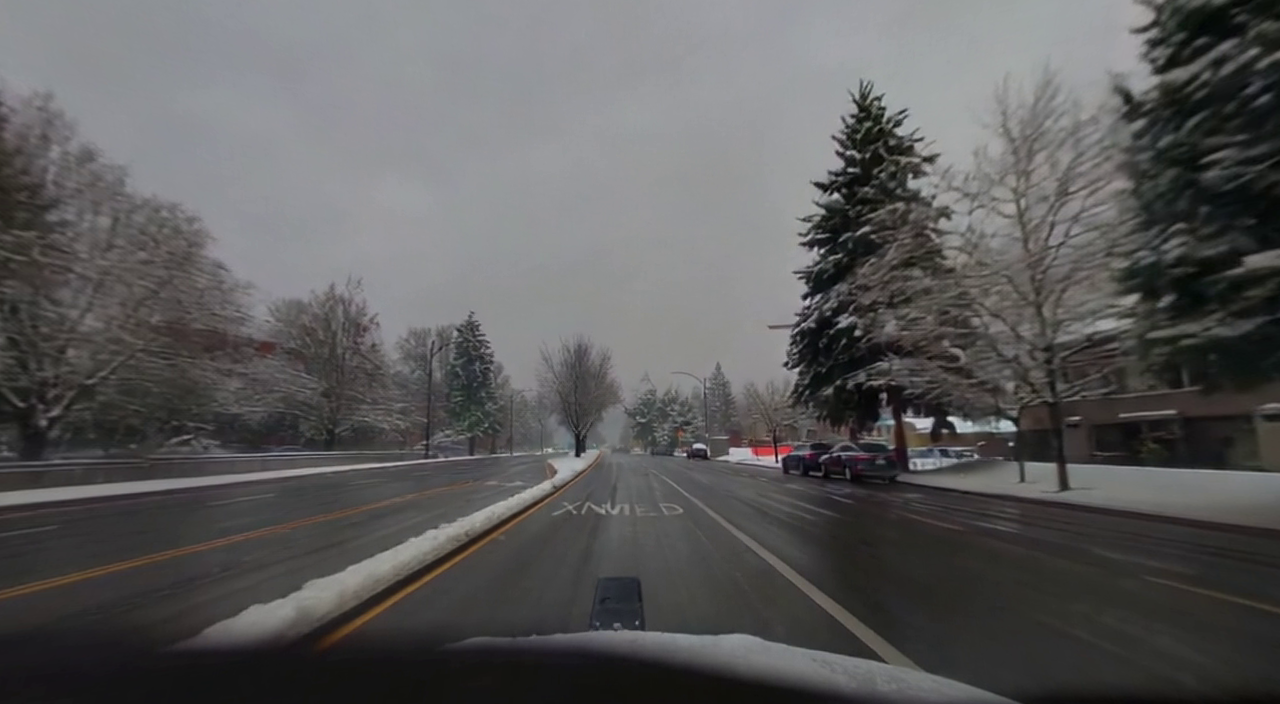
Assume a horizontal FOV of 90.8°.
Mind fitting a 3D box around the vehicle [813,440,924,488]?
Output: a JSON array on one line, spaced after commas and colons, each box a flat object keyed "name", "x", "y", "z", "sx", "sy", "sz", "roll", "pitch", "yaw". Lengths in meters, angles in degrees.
[{"name": "vehicle", "x": 7.764, "y": 3.824, "z": 22.056, "sx": 1.946, "sy": 1.472, "sz": 4.753, "roll": 0, "pitch": -8, "yaw": -3}]
